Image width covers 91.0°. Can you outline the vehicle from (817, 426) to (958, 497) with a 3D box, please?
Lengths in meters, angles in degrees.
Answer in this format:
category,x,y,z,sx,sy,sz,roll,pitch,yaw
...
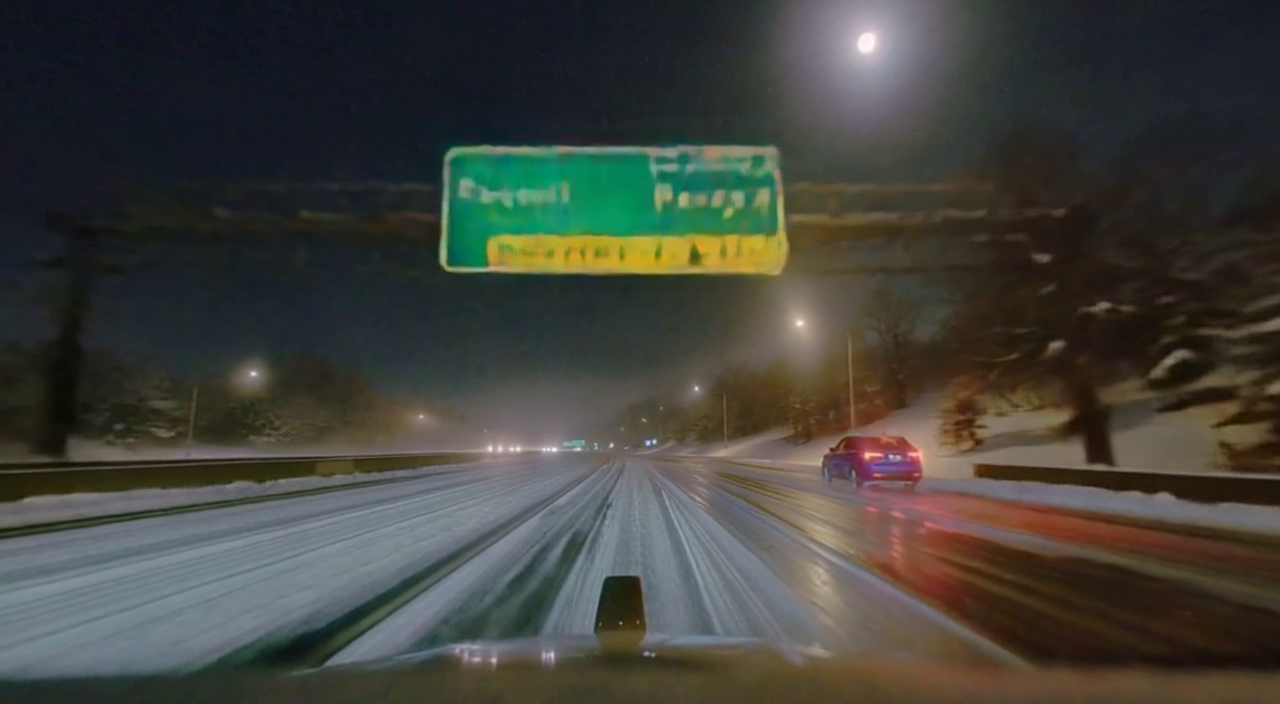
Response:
category,x,y,z,sx,sy,sz,roll,pitch,yaw
vehicle,6.716,3.023,17.726,2.091,1.711,4.383,0,-9,-1
